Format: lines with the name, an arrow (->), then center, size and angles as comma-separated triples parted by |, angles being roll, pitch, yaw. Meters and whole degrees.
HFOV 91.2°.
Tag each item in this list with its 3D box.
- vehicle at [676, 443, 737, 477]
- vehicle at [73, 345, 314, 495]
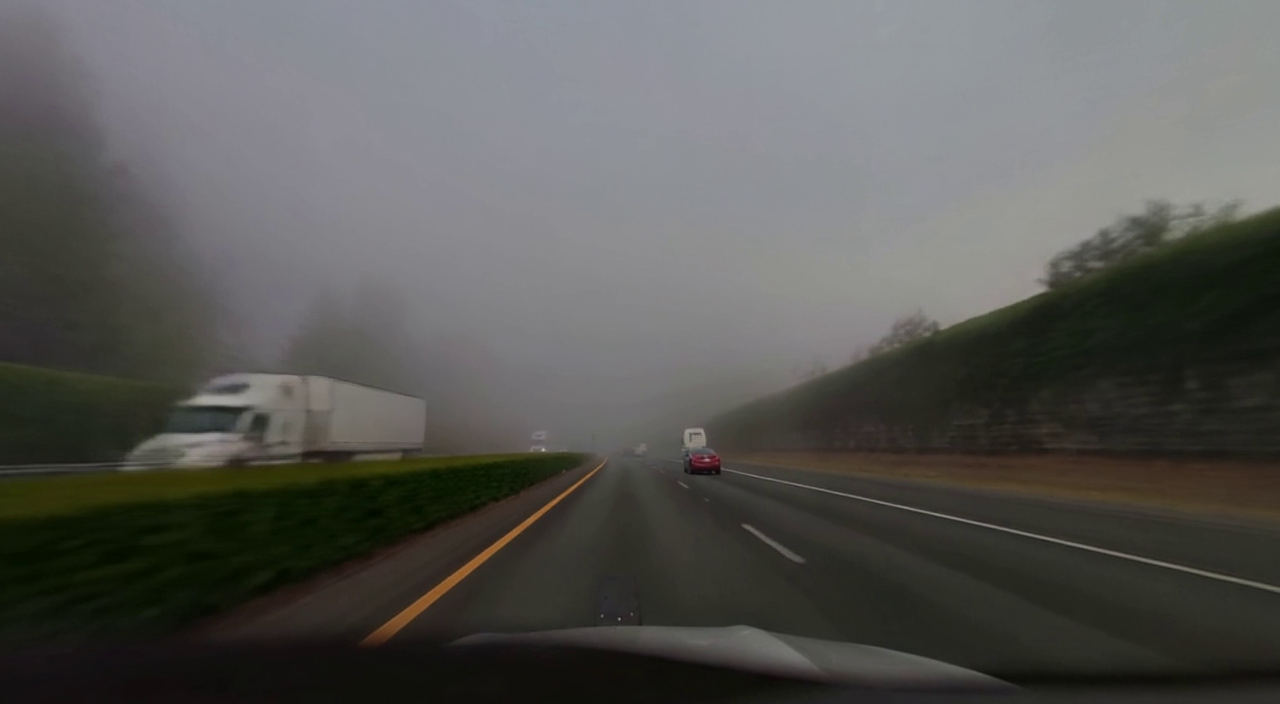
vehicle -> 3.083, 5.171, 30.209 | 2.244, 1.498, 4.338 | 0, -9, -3
vehicle -> -13.429, 2.226, 19.698 | 3.118, 3.986, 5.803 | 0, -9, -1
